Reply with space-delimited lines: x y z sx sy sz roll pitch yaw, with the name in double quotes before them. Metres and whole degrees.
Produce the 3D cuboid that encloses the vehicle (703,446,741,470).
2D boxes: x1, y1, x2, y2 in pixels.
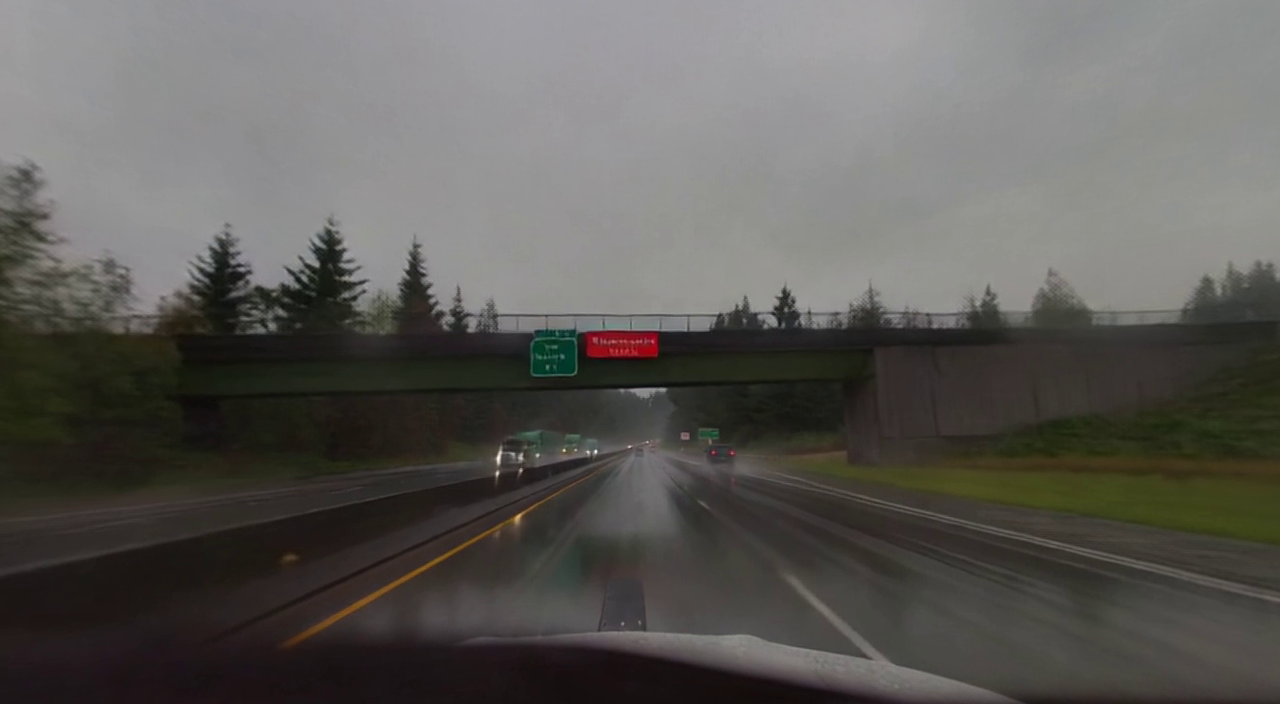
"vehicle" 5.390 7.015 41.757 1.987 1.473 4.244 0 -9 1
